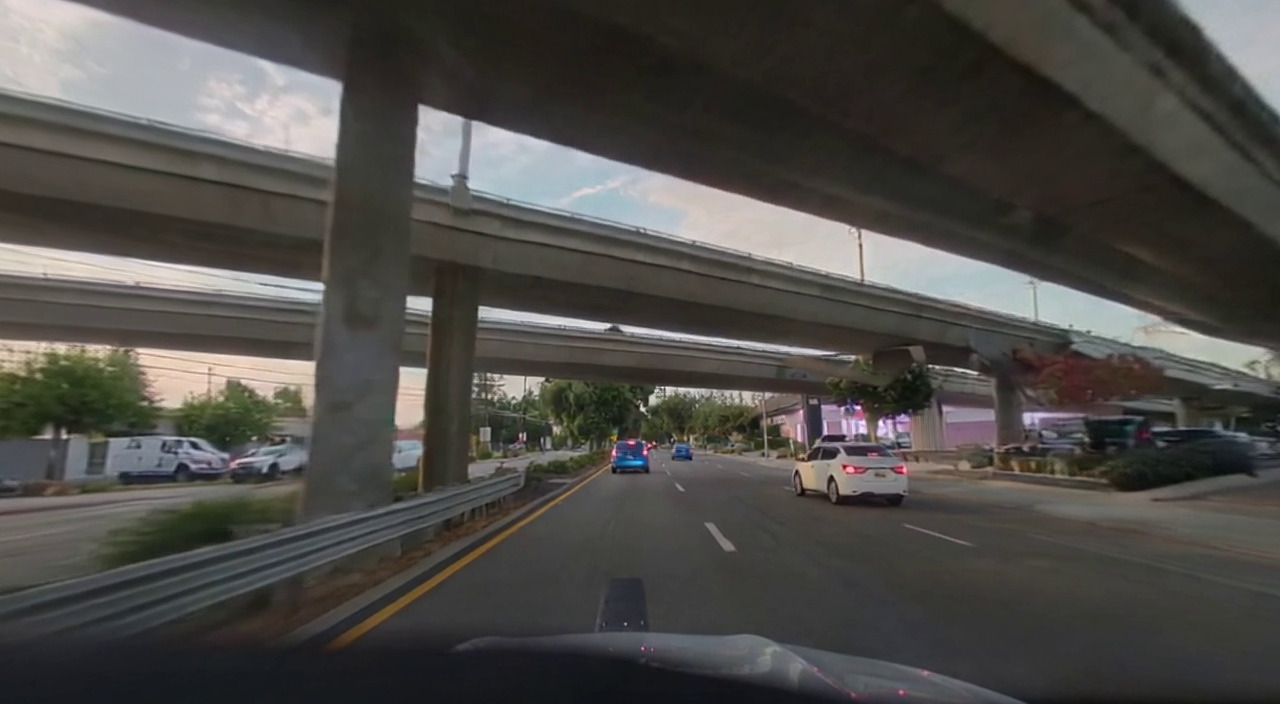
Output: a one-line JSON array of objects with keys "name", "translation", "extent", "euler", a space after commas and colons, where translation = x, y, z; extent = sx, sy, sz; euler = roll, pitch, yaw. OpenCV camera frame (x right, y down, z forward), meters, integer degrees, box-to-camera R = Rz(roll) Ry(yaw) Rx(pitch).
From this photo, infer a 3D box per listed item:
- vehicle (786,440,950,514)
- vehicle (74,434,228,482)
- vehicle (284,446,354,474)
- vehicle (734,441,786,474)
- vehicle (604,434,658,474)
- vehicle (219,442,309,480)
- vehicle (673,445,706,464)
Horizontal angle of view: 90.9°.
[{"name": "vehicle", "translation": [5.183, 2.886, 15.160], "extent": [1.954, 1.479, 4.557], "euler": [1, -8, -4]}, {"name": "vehicle", "translation": [-25.341, 5.518, 33.280], "extent": [2.510, 2.180, 7.492], "euler": [0, -9, -4]}, {"name": "vehicle", "translation": [-19.382, 6.520, 38.296], "extent": [1.913, 1.612, 4.505], "euler": [0, -8, 0]}, {"name": "vehicle", "translation": [6.528, 5.782, 34.732], "extent": [1.974, 1.663, 4.299], "euler": [0, -8, -1]}, {"name": "vehicle", "translation": [-0.401, 4.994, 31.070], "extent": [2.441, 1.813, 4.581], "euler": [0, -8, 0]}, {"name": "vehicle", "translation": [-19.712, 5.701, 33.294], "extent": [1.989, 1.820, 4.427], "euler": [0, -8, -1]}, {"name": "vehicle", "translation": [3.705, 7.815, 48.269], "extent": [2.126, 1.375, 4.241], "euler": [0, -8, -1]}]
